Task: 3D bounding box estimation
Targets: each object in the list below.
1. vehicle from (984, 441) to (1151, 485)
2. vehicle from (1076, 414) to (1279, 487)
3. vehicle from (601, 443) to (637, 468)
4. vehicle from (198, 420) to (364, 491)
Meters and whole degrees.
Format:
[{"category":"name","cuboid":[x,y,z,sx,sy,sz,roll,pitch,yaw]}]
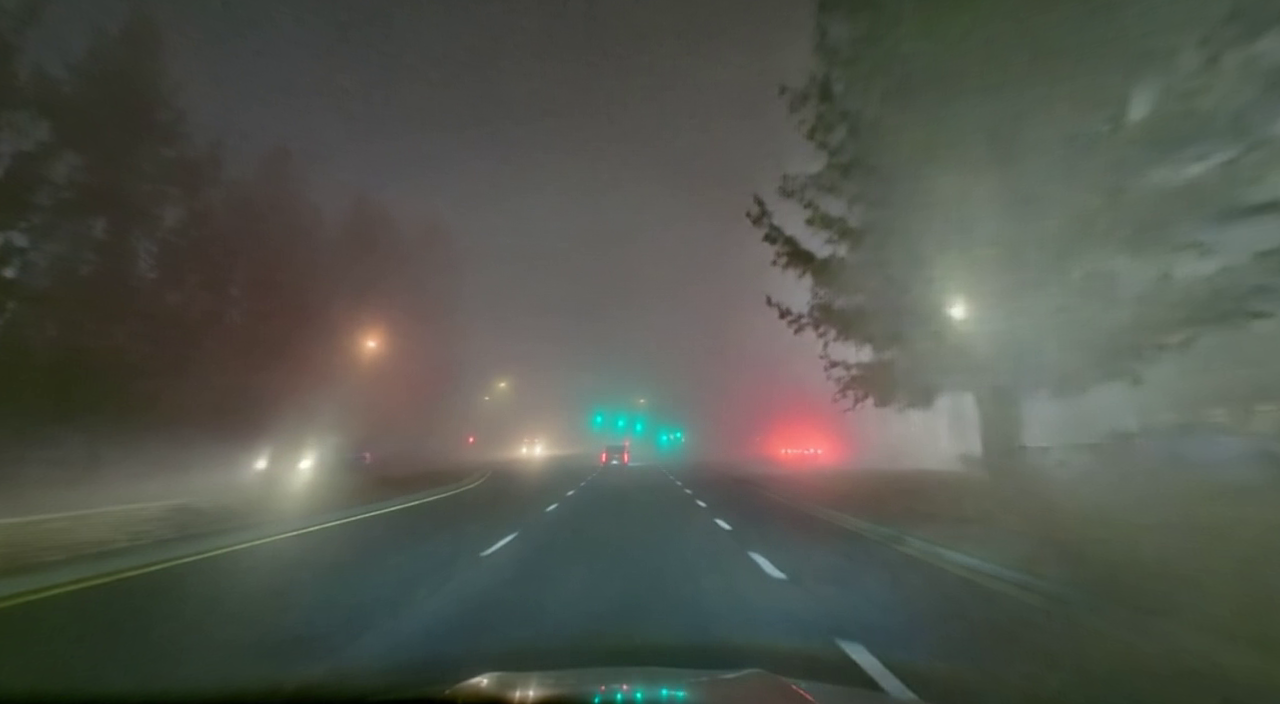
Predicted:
[{"category":"vehicle","cuboid":[15.218,3.923,22.626,4.673,1.458,2.046,1,-9,-8]},{"category":"vehicle","cuboid":[15.512,2.703,17.433,5.604,1.833,2.128,1,-9,-7]},{"category":"vehicle","cuboid":[-1.256,6.584,40.417,2.011,1.498,4.914,0,-8,1]},{"category":"vehicle","cuboid":[-11.273,3.315,20.484,2.193,1.977,5.481,0,-8,-1]}]
